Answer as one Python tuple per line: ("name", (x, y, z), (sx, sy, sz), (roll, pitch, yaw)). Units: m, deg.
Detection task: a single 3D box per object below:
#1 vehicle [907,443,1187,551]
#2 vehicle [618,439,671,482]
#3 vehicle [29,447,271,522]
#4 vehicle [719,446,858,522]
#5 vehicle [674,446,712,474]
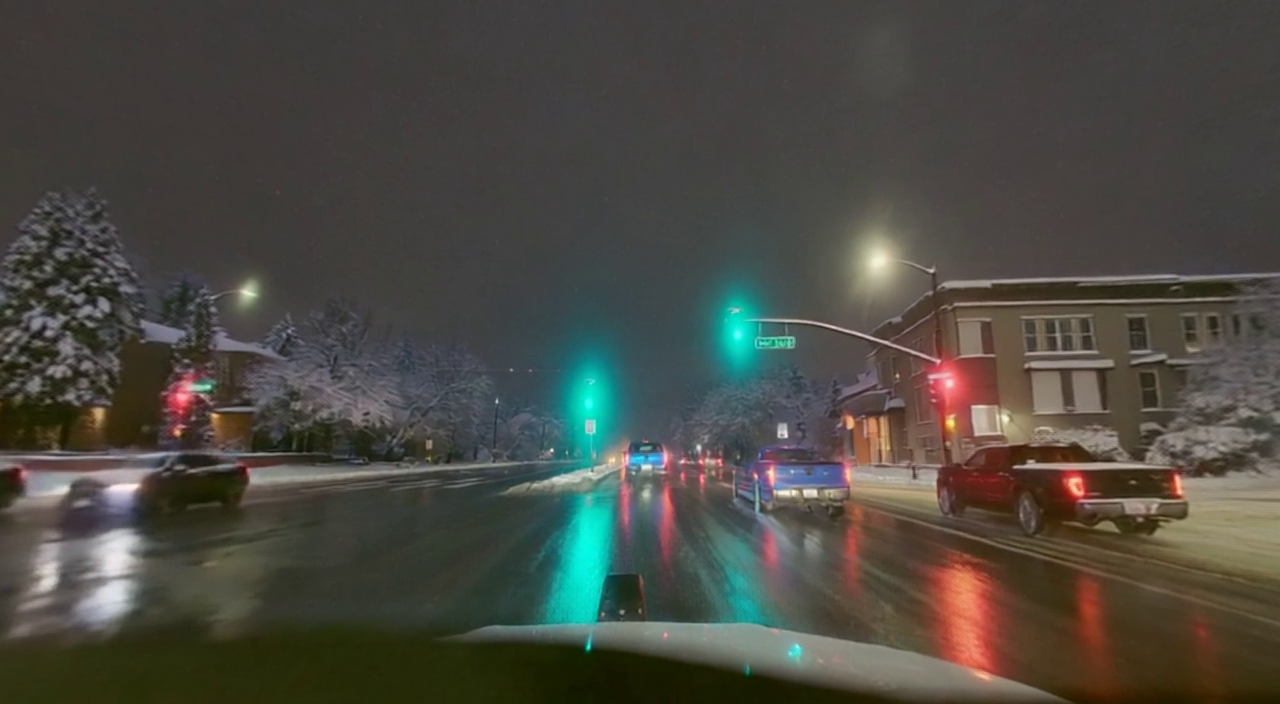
("vehicle", (6.574, 2.337, 11.025), (1.855, 1.469, 4.598), (0, -8, 1))
("vehicle", (0.221, 5.182, 30.412), (2.344, 1.883, 4.572), (0, -8, 0))
("vehicle", (-11.230, 3.013, 15.057), (1.989, 1.459, 4.667), (0, -8, 0))
("vehicle", (3.203, 2.917, 14.655), (2.057, 1.463, 4.365), (0, -8, -1))
("vehicle", (3.405, 7.037, 41.391), (2.013, 1.742, 4.424), (0, -8, -1))
